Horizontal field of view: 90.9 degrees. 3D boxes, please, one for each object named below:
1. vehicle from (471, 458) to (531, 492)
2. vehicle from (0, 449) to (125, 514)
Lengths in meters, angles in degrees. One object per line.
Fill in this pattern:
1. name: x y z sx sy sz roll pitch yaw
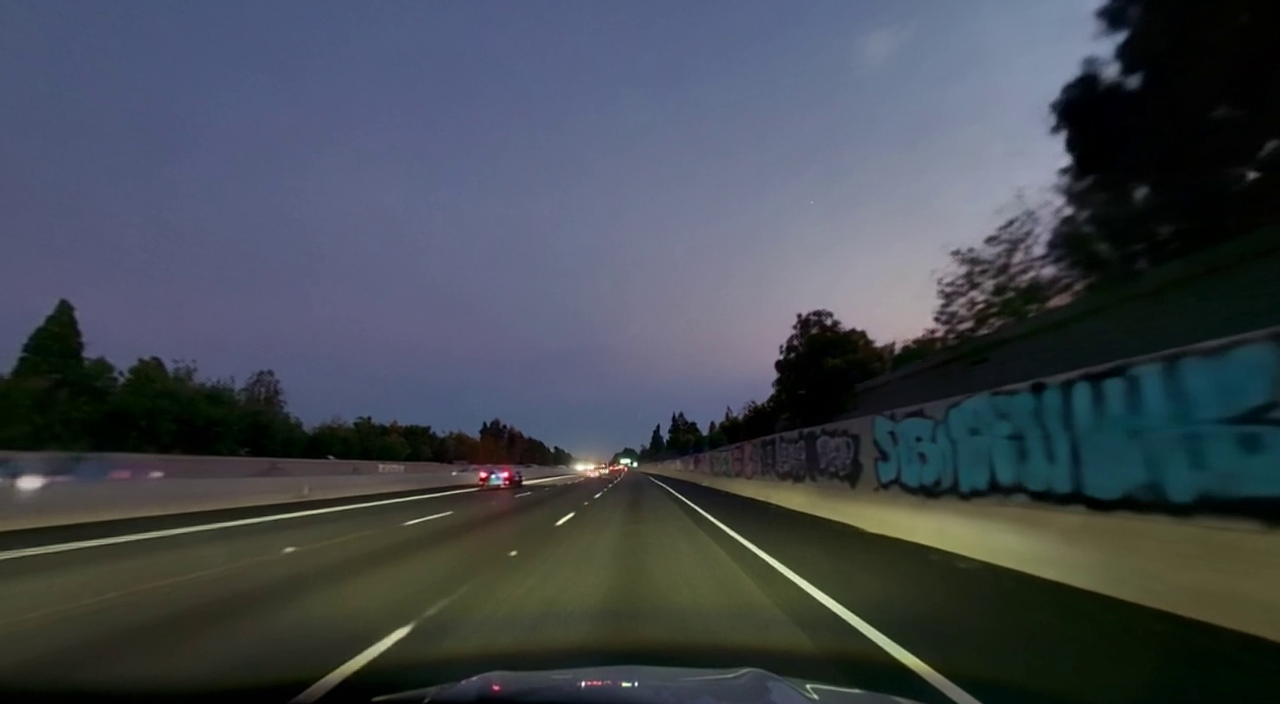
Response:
1. vehicle: -7.208 6.462 33.144 2.124 1.630 4.416 1 -10 0
2. vehicle: -18.979 3.899 19.195 2.278 1.773 4.993 1 -10 0
